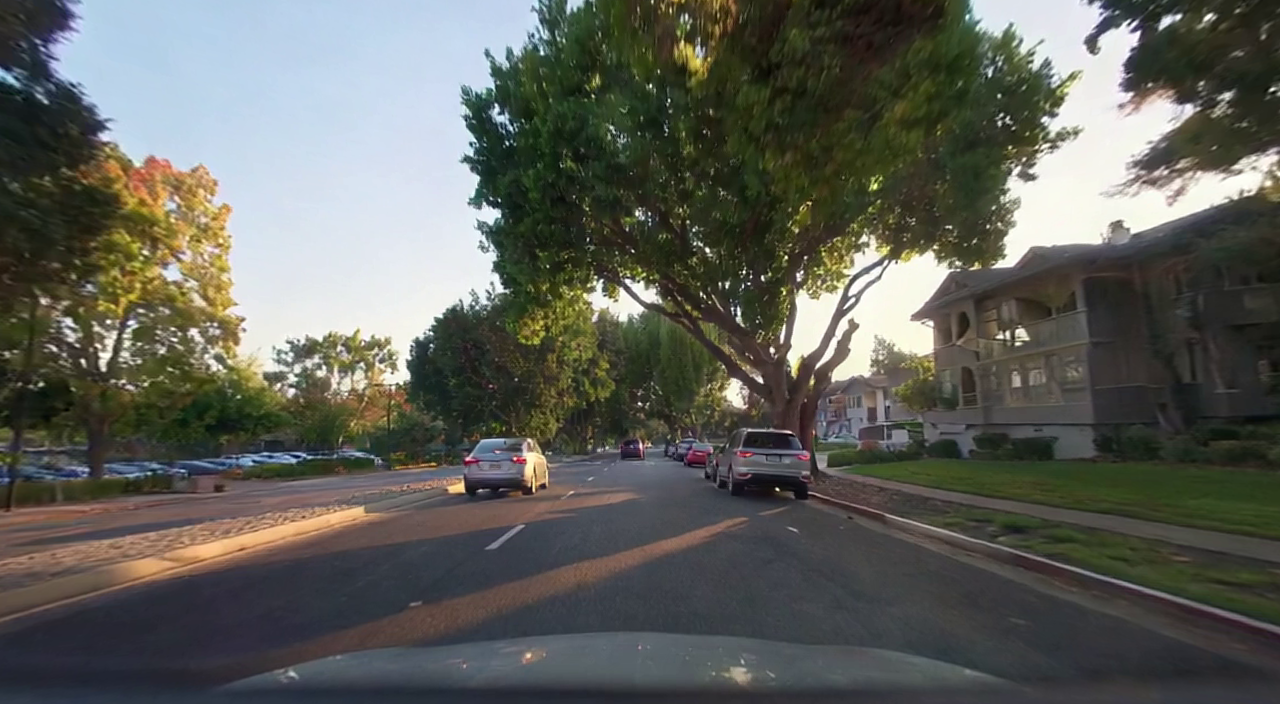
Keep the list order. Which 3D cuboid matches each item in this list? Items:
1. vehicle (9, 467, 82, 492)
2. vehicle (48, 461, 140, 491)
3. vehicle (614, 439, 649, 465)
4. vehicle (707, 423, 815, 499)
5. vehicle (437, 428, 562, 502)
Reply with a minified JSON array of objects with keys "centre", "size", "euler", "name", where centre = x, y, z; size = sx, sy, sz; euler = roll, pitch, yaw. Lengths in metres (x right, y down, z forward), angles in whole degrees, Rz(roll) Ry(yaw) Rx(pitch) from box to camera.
[{"centre":[-42.090,9.000,44.757],"size":[3.582,1.568,1.999],"euler":[8,-12,-43],"name":"vehicle"},{"centre":[-38.276,8.641,44.381],"size":[2.093,1.866,4.589],"euler":[-8,-12,44],"name":"vehicle"},{"centre":[-0.502,6.489,41.157],"size":[2.142,1.548,4.273],"euler":[0,-8,0],"name":"vehicle"},{"centre":[3.280,3.102,18.378],"size":[2.090,1.839,5.495],"euler":[0,-8,0],"name":"vehicle"},{"centre":[-3.511,2.936,16.827],"size":[2.129,1.668,4.722],"euler":[0,-8,1],"name":"vehicle"}]
